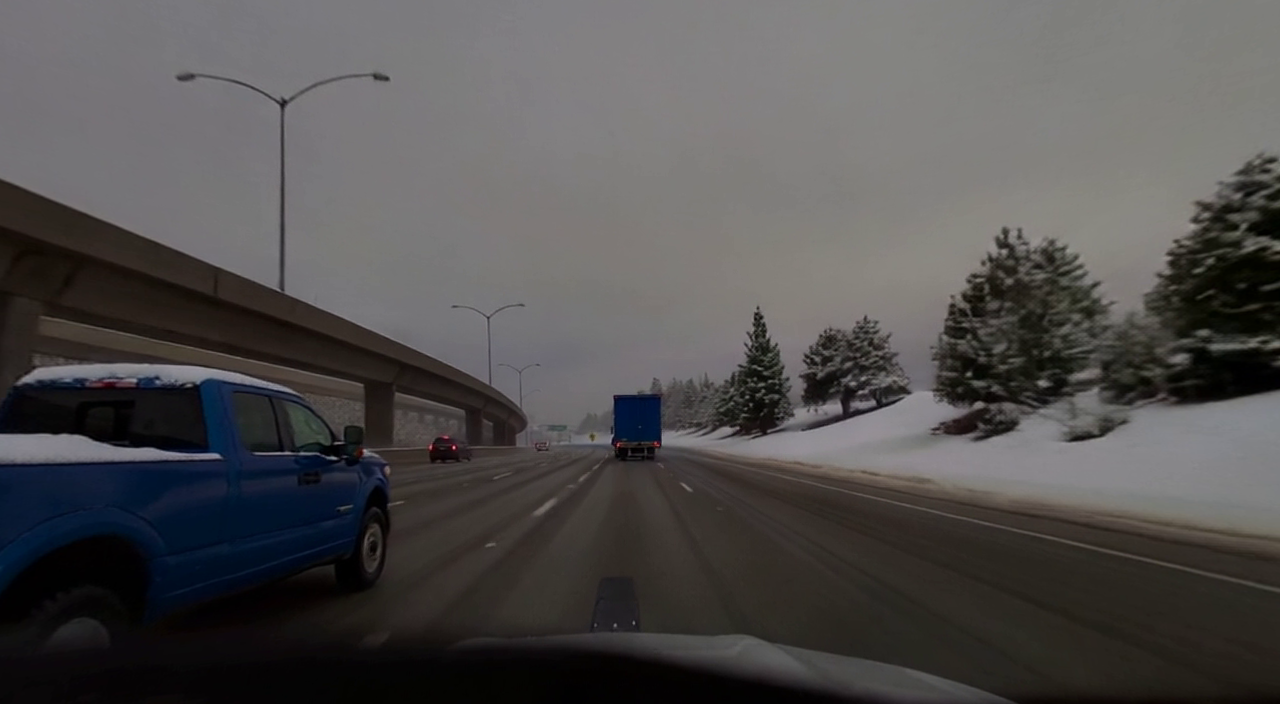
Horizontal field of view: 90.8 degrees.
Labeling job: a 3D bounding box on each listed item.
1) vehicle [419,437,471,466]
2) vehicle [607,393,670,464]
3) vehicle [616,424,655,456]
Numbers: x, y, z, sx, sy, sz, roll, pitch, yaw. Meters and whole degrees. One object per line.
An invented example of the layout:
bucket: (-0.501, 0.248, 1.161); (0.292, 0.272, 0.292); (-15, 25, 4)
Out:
vehicle: (-11.778, 6.033, 38.479); (1.919, 1.625, 4.183); (0, -8, -1)
vehicle: (-0.377, 4.873, 38.983); (3.233, 3.678, 11.032); (0, -9, -4)
vehicle: (-0.320, 4.984, 35.744); (2.052, 1.666, 4.358); (0, -8, -3)
